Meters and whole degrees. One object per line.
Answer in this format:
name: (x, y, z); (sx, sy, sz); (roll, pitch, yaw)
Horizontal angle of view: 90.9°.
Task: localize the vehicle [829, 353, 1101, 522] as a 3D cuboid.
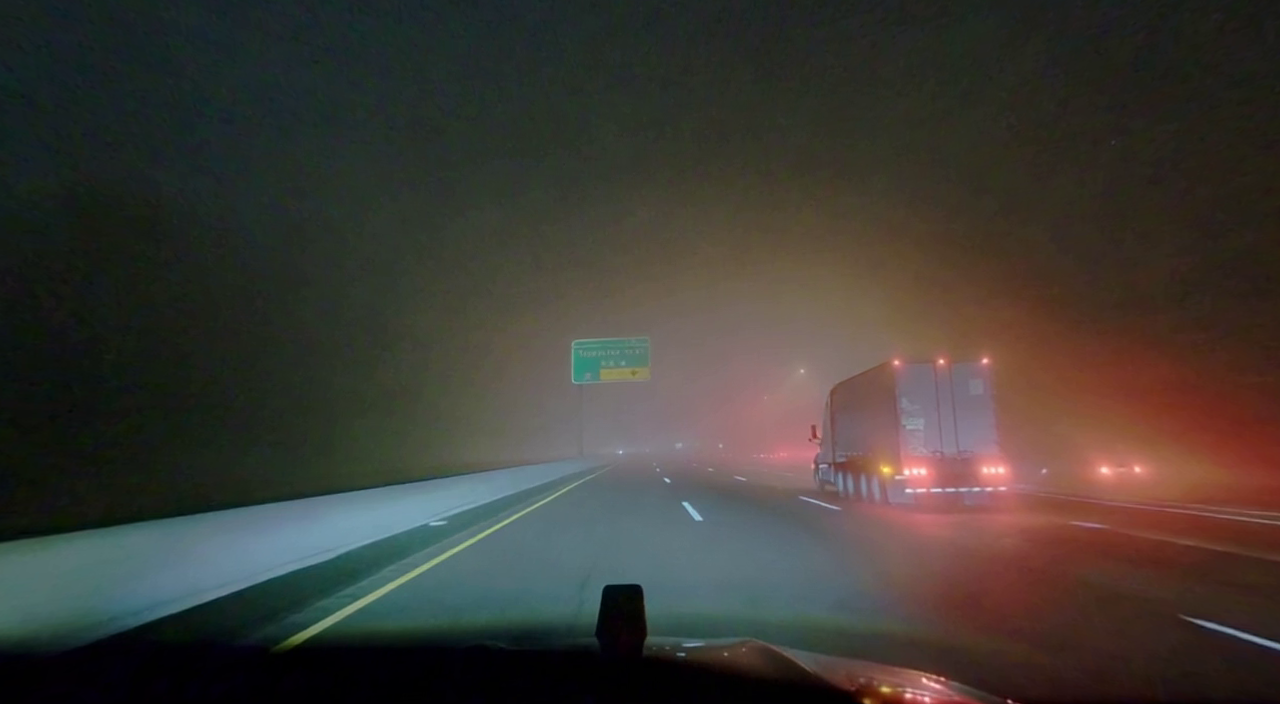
vehicle: (7.265, 2.184, 15.741); (2.690, 3.197, 7.515); (0, -9, 0)
